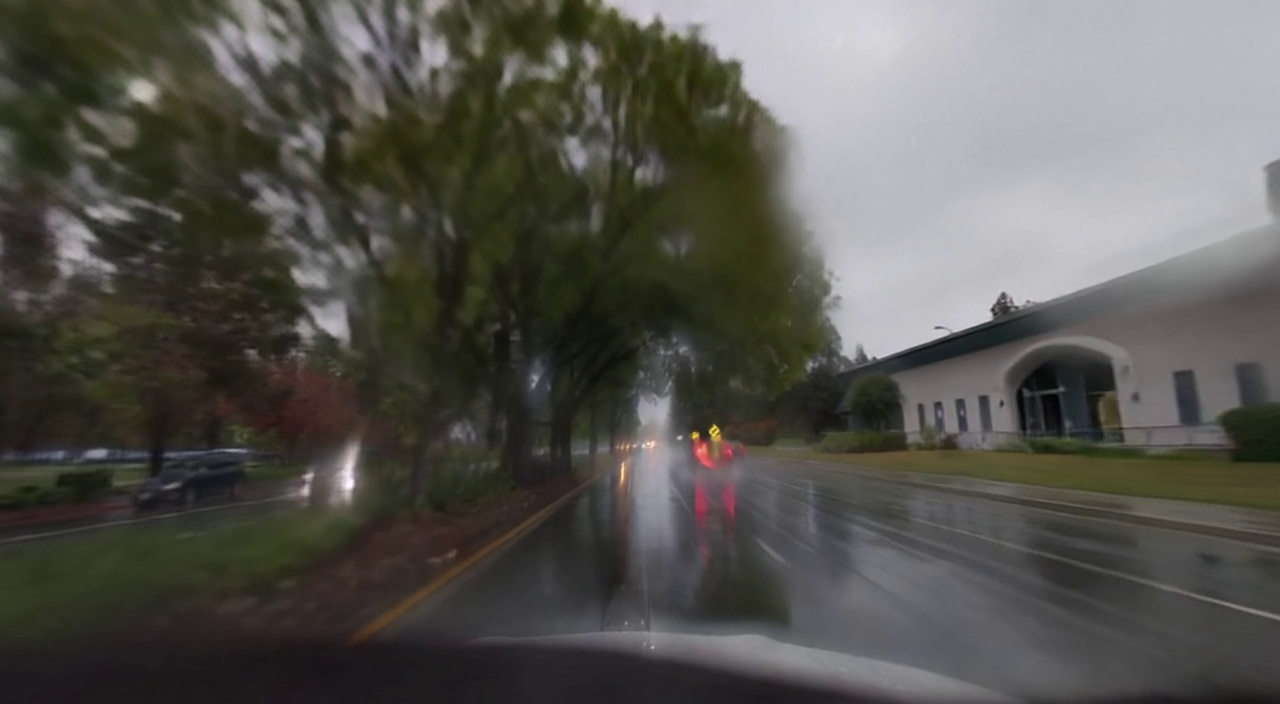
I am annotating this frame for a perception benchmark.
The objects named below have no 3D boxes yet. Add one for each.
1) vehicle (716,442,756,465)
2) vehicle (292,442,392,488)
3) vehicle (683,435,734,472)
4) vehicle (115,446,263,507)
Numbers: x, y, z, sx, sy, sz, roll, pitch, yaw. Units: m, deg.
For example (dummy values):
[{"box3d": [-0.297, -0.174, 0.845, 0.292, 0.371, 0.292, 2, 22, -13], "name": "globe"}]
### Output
[{"box3d": [6.655, 7.057, 44.109, 2.100, 1.491, 4.563, 0, -8, 0], "name": "vehicle"}, {"box3d": [-12.427, 4.713, 26.663, 1.951, 1.760, 4.410, 0, -8, 1], "name": "vehicle"}, {"box3d": [3.520, 5.304, 33.172, 2.143, 1.759, 4.378, 0, -8, -1], "name": "vehicle"}, {"box3d": [-16.633, 4.554, 23.652, 2.070, 1.892, 4.708, -2, -8, 0], "name": "vehicle"}]
